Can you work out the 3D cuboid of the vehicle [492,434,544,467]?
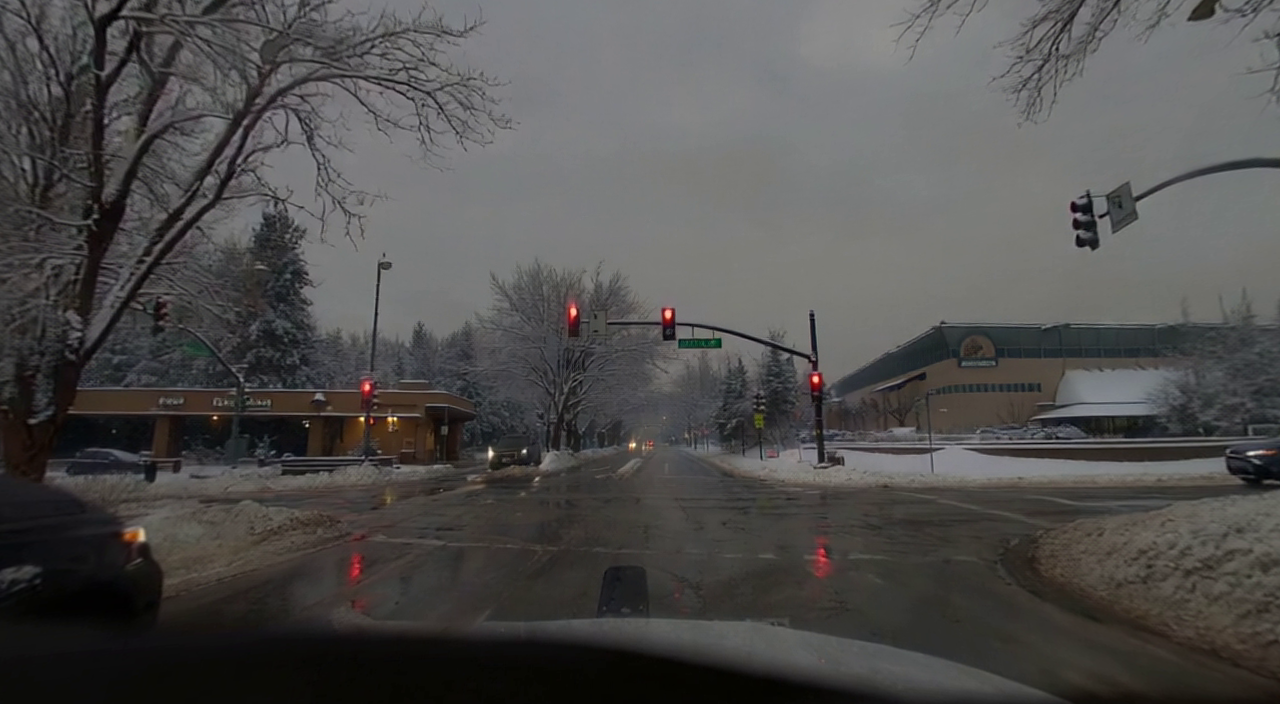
[{"bbox_3d":[-7.165,5.854,37.469,2.081,1.818,4.782,0,-8,1],"label":"vehicle"}]

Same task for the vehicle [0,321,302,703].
[{"bbox_3d":[-3.472,0.758,2.273,2.000,1.789,4.638,0,-8,-2],"label":"vehicle"}]

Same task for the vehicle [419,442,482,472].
[{"bbox_3d":[-10.634,5.913,35.717,2.041,1.548,4.868,0,-8,0],"label":"vehicle"}]

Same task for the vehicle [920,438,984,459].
[{"bbox_3d":[21.486,6.651,43.385,3.576,1.425,1.702,2,-9,-12],"label":"vehicle"}]

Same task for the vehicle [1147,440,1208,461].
[{"bbox_3d":[41.165,7.597,48.357,1.767,1.456,4.191,-5,-11,15],"label":"vehicle"}]

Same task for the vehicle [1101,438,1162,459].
[{"bbox_3d":[38.485,7.554,49.493,1.837,1.514,4.786,-2,-9,13],"label":"vehicle"}]
